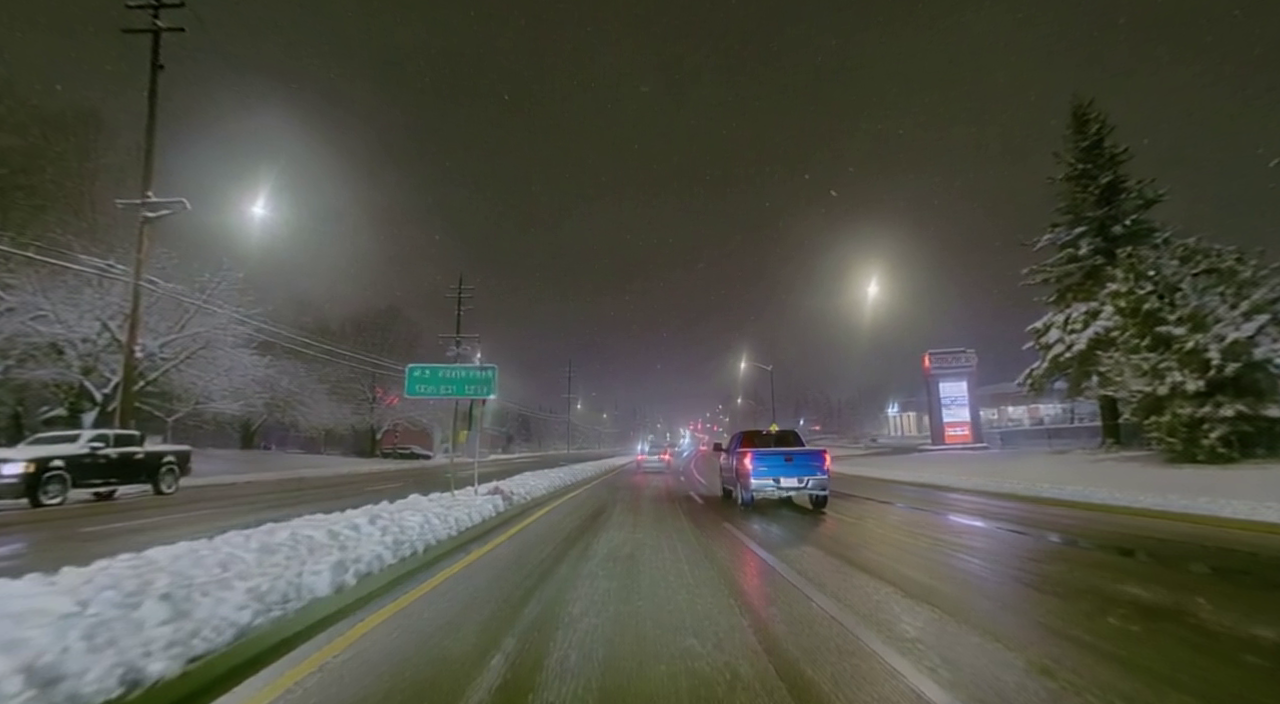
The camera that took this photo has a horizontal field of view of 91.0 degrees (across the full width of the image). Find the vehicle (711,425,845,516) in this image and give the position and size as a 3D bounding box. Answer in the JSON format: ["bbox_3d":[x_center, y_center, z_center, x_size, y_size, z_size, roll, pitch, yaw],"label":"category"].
[{"bbox_3d":[3.311,2.983,16.523,2.367,1.919,5.651,0,-8,1],"label":"vehicle"}]

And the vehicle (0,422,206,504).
[{"bbox_3d":[-14.376,2.833,16.575,2.154,1.806,5.096,0,-8,1],"label":"vehicle"}]

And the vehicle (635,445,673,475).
[{"bbox_3d":[0.800,5.933,34.865,1.968,1.521,4.262,0,-8,2],"label":"vehicle"}]
